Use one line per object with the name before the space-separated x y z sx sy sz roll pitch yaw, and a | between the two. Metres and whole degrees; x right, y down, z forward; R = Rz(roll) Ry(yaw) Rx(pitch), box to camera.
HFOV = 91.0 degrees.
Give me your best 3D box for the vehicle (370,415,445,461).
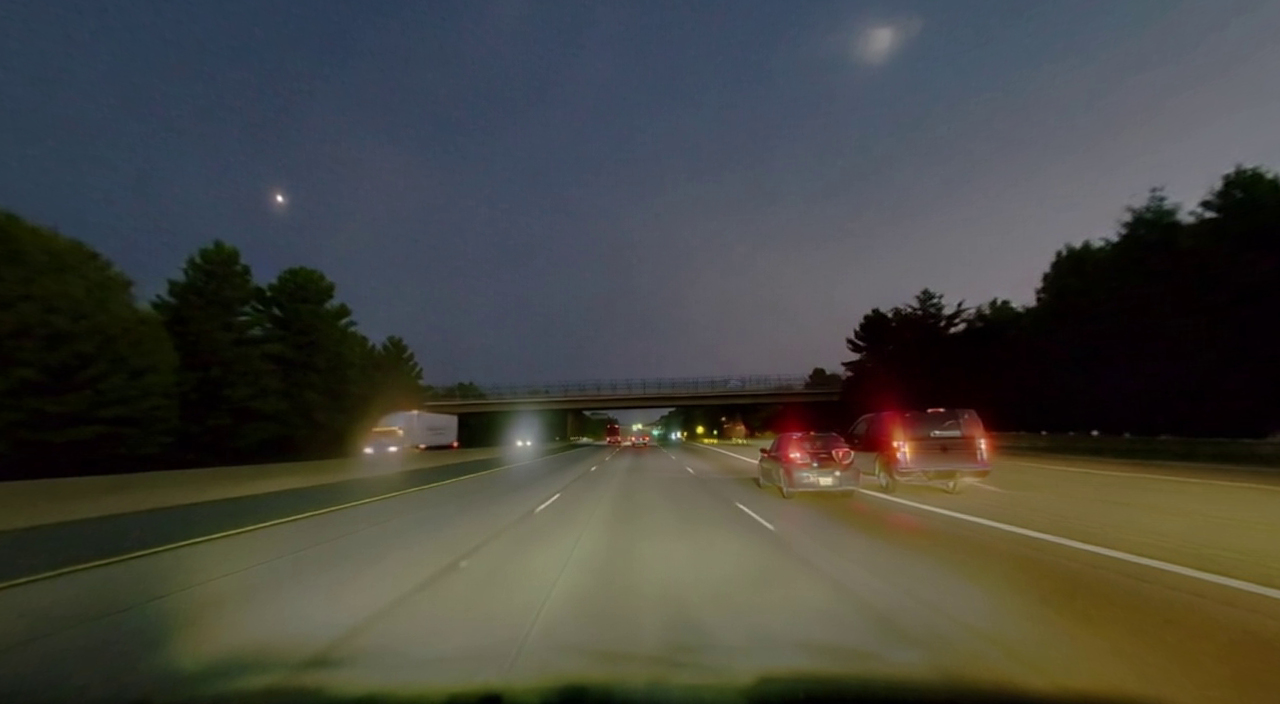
vehicle | -16.873 6.325 46.276 2.477 3.056 7.996 0 -8 0
